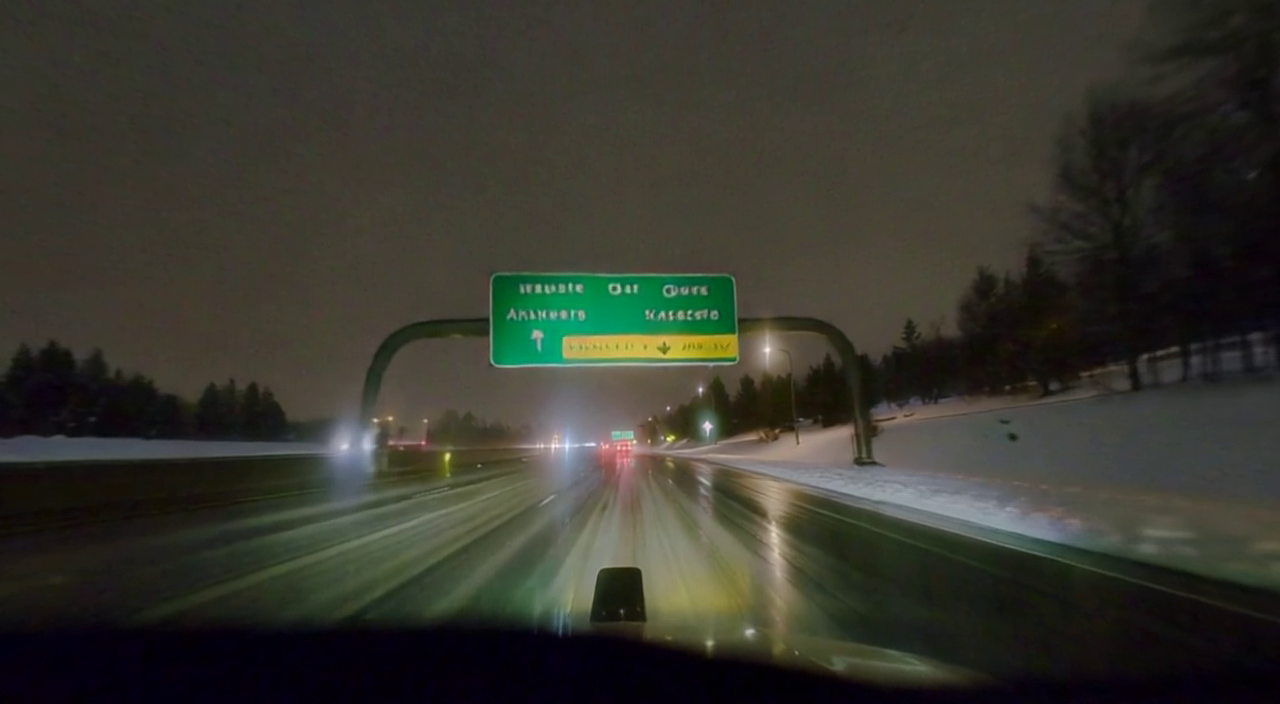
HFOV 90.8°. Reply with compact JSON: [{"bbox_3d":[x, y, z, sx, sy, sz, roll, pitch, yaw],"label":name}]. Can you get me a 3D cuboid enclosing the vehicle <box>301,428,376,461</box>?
[{"bbox_3d":[-22.052,6.829,46.530,2.297,2.239,6.653,0,-9,-1],"label":"vehicle"}]
